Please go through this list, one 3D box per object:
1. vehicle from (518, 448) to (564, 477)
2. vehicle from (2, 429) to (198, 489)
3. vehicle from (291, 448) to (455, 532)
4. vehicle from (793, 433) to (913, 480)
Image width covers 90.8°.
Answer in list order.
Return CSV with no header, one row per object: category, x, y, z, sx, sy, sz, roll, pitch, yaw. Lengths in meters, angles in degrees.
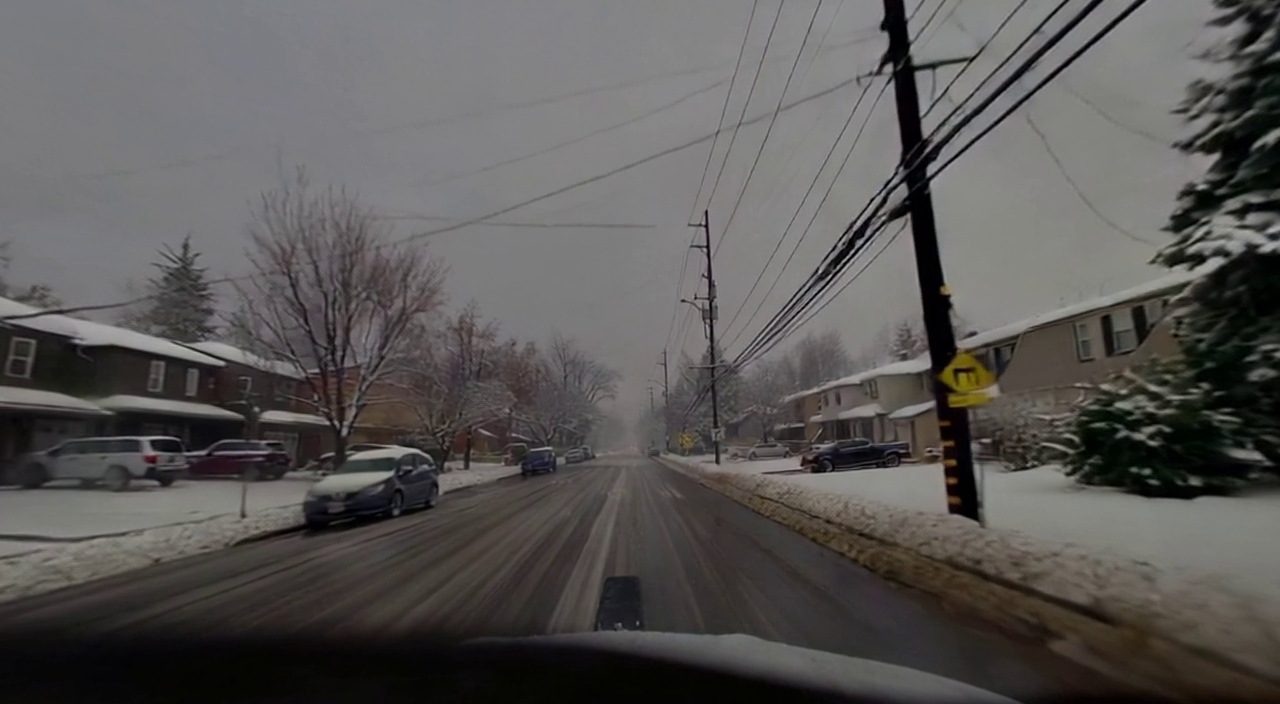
vehicle,-6.477,7.242,41.724,2.162,1.757,5.201,-2,-9,0
vehicle,-17.180,3.424,20.377,4.123,1.787,2.194,2,-9,-10
vehicle,-6.203,3.195,15.365,2.022,1.550,4.669,-4,-9,-1
vehicle,10.040,4.938,30.029,4.822,1.864,2.100,-2,-8,-5
